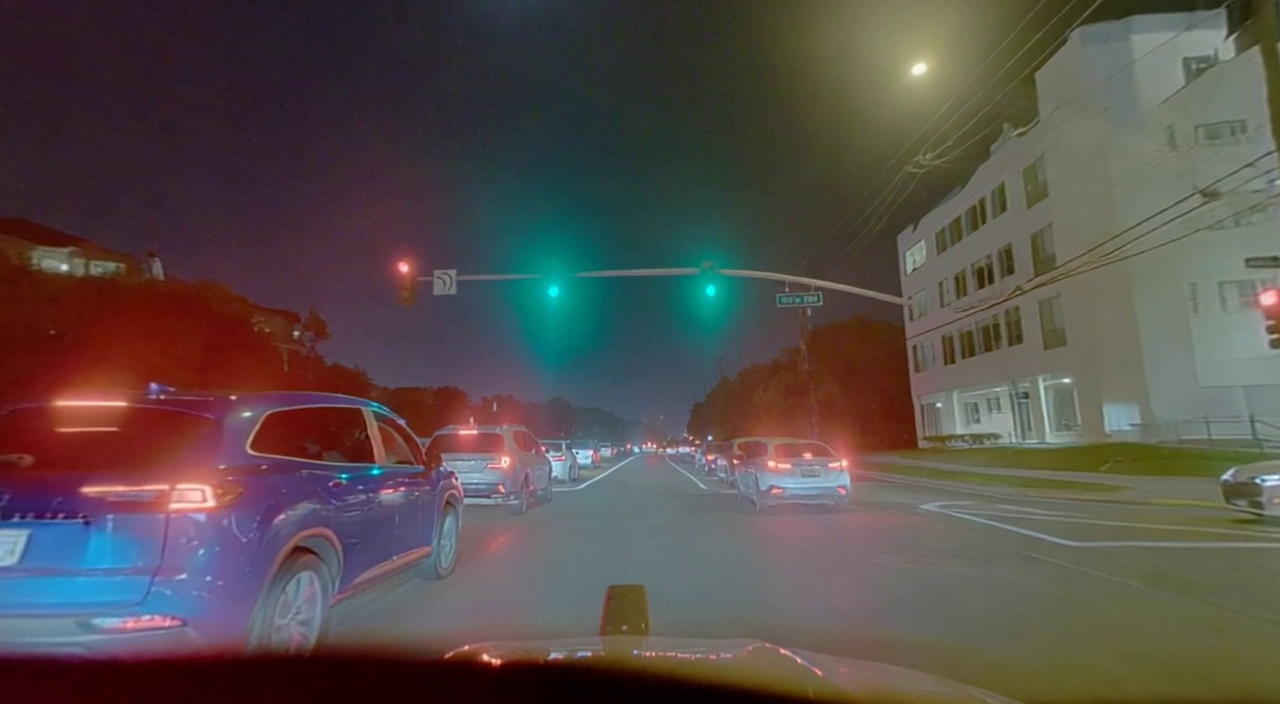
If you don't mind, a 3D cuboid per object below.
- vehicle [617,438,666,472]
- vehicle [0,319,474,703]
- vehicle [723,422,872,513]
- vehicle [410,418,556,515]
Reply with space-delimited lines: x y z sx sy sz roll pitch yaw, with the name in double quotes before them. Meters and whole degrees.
"vehicle" 0.082 4.980 30.614 2.185 1.515 4.215 0 -8 0
"vehicle" -2.871 1.050 4.458 2.127 1.754 4.287 0 -8 1
"vehicle" 3.335 2.551 14.502 2.201 1.734 4.564 0 -8 -1
"vehicle" -3.136 2.382 13.632 1.958 1.744 4.315 0 -8 1
